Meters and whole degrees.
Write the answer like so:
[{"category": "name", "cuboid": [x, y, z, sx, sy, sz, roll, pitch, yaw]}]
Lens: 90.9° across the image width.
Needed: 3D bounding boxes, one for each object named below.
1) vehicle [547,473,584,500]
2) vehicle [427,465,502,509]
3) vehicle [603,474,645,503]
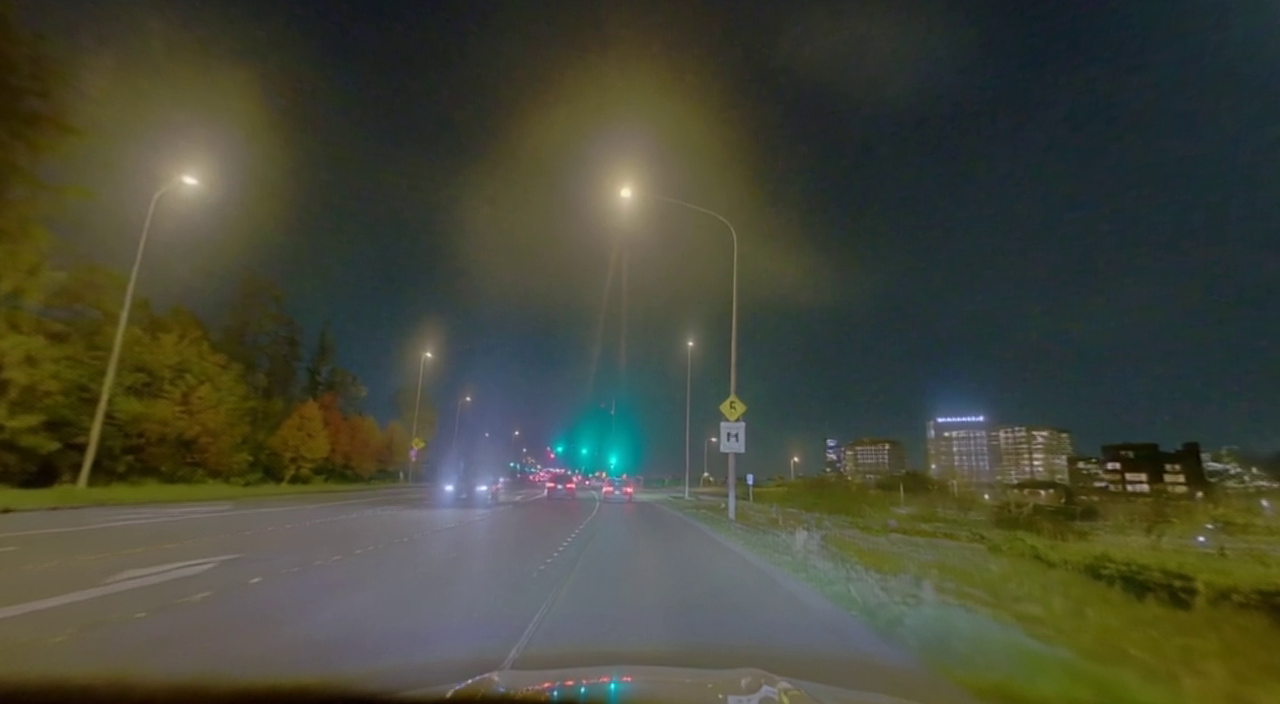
[{"category": "vehicle", "cuboid": [-4.521, 8.196, 38.655, 2.030, 1.441, 4.806, 2, -10, -4]}, {"category": "vehicle", "cuboid": [-7.066, 5.474, 25.824, 2.016, 1.573, 4.259, 2, -10, -3]}, {"category": "vehicle", "cuboid": [-0.987, 7.725, 35.910, 2.129, 1.471, 4.258, 2, -10, -4]}]
